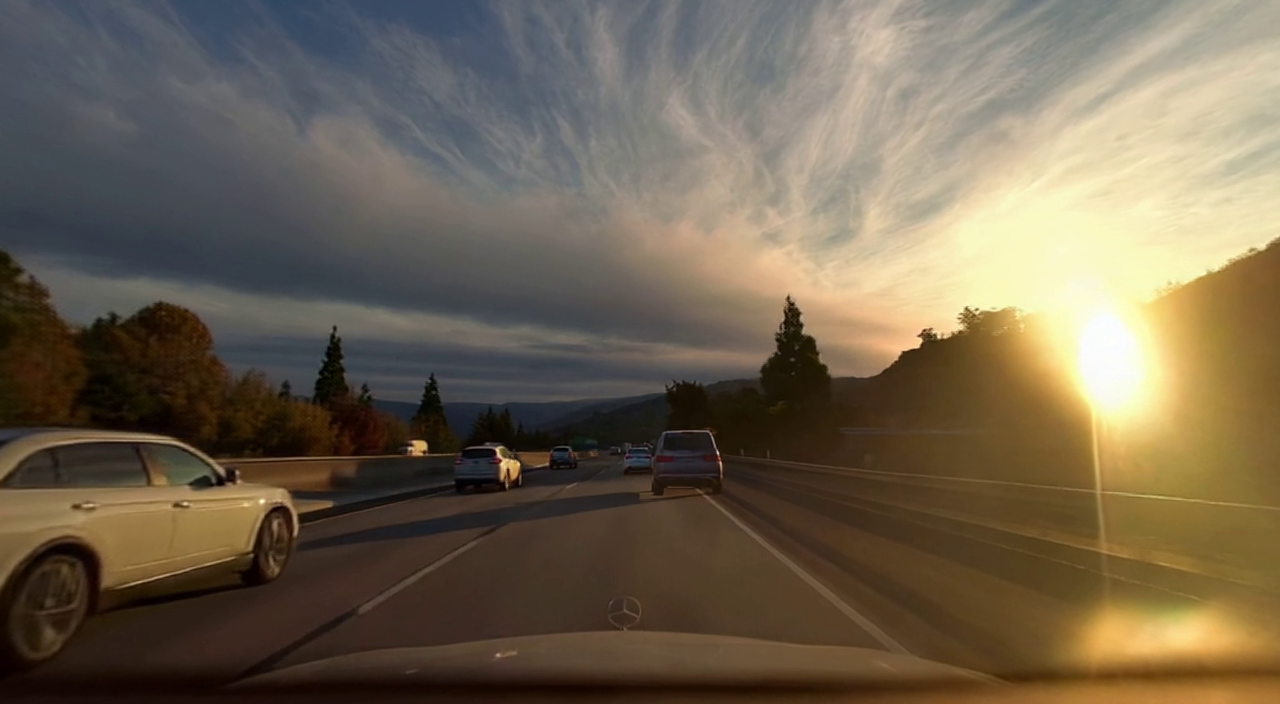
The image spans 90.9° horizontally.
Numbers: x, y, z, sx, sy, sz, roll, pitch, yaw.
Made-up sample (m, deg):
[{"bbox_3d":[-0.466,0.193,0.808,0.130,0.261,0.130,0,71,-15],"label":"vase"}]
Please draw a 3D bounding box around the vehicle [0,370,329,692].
[{"bbox_3d":[-4.300,1.118,4.521,2.034,1.642,3.969,0,-9,1],"label":"vehicle"}]

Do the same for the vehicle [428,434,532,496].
[{"bbox_3d":[-4.646,3.344,19.015,1.934,1.642,4.201,0,-9,2],"label":"vehicle"}]

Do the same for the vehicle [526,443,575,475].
[{"bbox_3d":[-4.440,5.394,31.924,1.867,1.489,3.829,0,-9,1],"label":"vehicle"}]

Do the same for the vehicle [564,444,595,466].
[{"bbox_3d":[-4.513,7.745,47.471,1.855,1.527,4.209,0,-9,0],"label":"vehicle"}]

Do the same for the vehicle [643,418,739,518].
[{"bbox_3d":[0.996,2.558,14.311,1.825,1.920,3.960,0,-9,0],"label":"vehicle"}]
